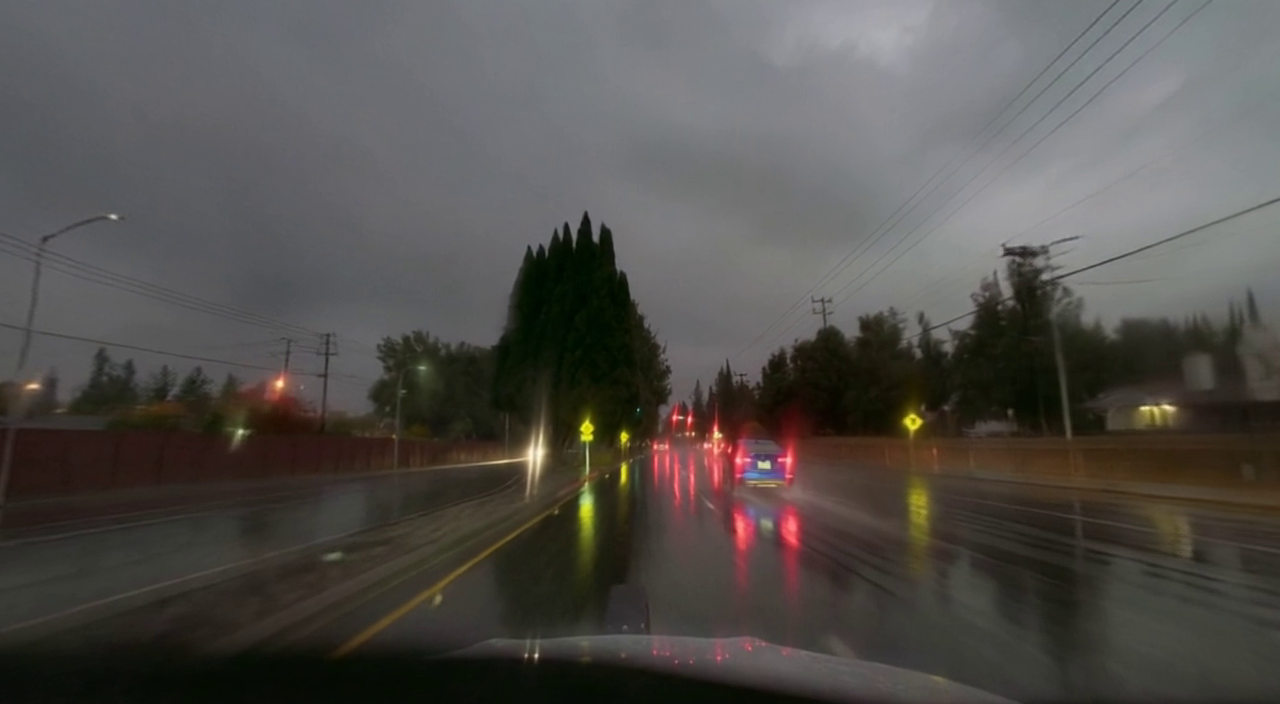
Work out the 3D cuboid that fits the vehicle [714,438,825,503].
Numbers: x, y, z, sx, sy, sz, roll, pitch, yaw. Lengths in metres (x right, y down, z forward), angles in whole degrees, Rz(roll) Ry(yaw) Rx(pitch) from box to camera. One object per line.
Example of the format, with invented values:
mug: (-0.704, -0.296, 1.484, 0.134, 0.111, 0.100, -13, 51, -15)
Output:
vehicle: (3.254, 3.062, 16.806, 2.063, 1.481, 4.247, 0, -8, 0)
